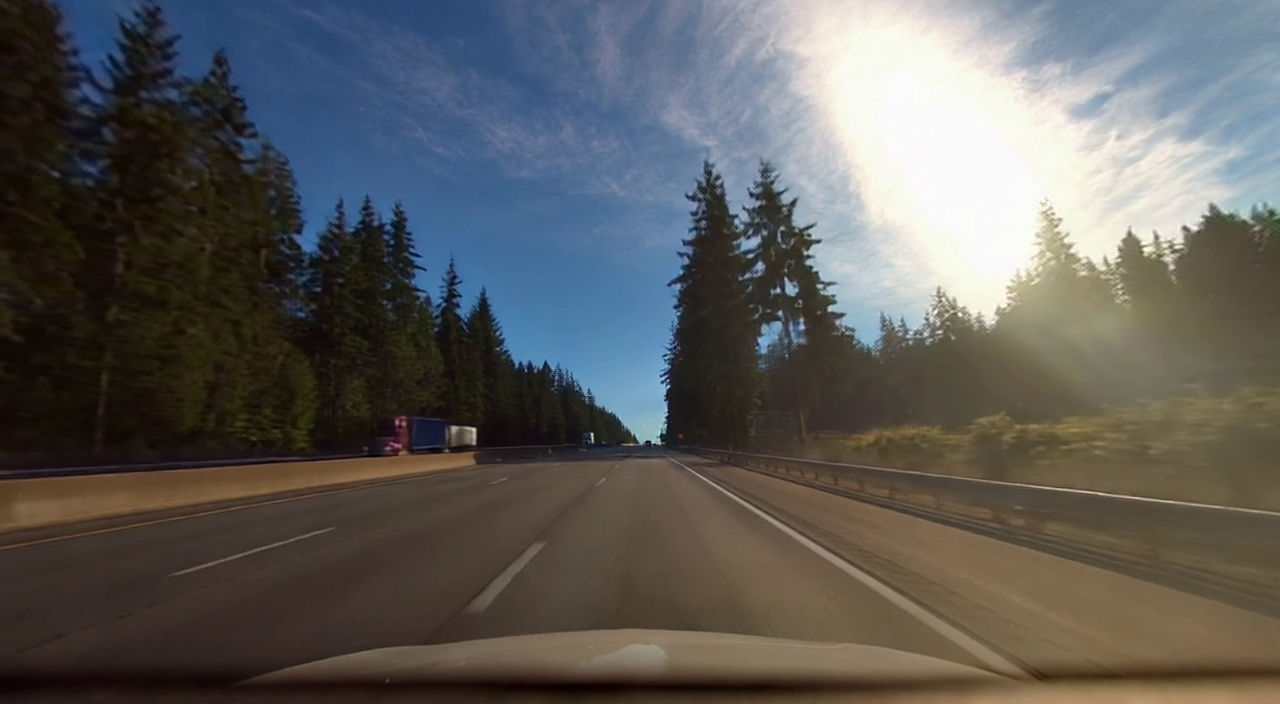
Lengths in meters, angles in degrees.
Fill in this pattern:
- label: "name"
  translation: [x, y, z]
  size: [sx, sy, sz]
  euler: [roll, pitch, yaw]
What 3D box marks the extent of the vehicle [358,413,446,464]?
- label: "vehicle"
  translation: [-16.924, 6.307, 45.739]
  size: [2.750, 3.286, 8.975]
  euler: [0, -8, 1]
